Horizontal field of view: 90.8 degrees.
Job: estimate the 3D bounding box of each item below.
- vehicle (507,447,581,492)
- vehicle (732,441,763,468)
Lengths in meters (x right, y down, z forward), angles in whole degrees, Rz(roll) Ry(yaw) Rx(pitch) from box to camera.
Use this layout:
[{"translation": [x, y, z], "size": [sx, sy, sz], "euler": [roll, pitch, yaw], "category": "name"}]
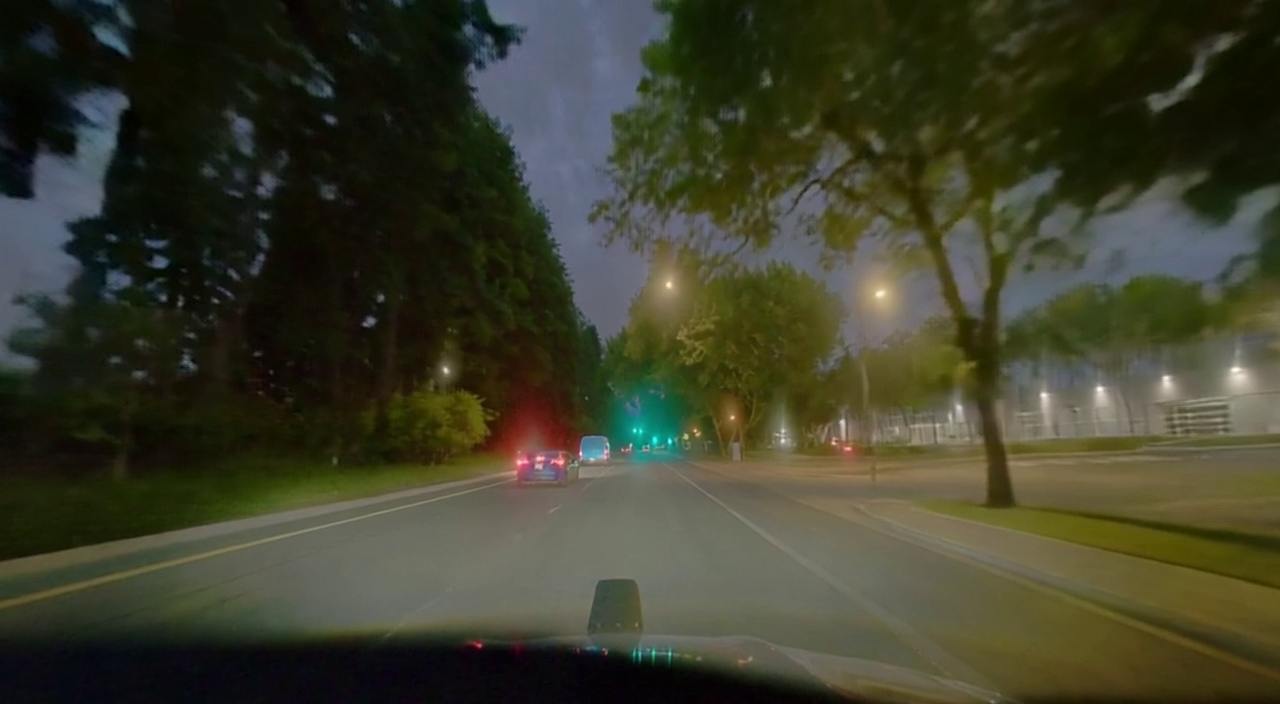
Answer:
[{"translation": [-3.375, 4.224, 23.046], "size": [2.009, 1.473, 4.028], "euler": [0, -9, 1], "category": "vehicle"}, {"translation": [7.281, 6.941, 42.854], "size": [1.596, 1.654, 2.920], "euler": [-2, -9, 1], "category": "vehicle"}]
